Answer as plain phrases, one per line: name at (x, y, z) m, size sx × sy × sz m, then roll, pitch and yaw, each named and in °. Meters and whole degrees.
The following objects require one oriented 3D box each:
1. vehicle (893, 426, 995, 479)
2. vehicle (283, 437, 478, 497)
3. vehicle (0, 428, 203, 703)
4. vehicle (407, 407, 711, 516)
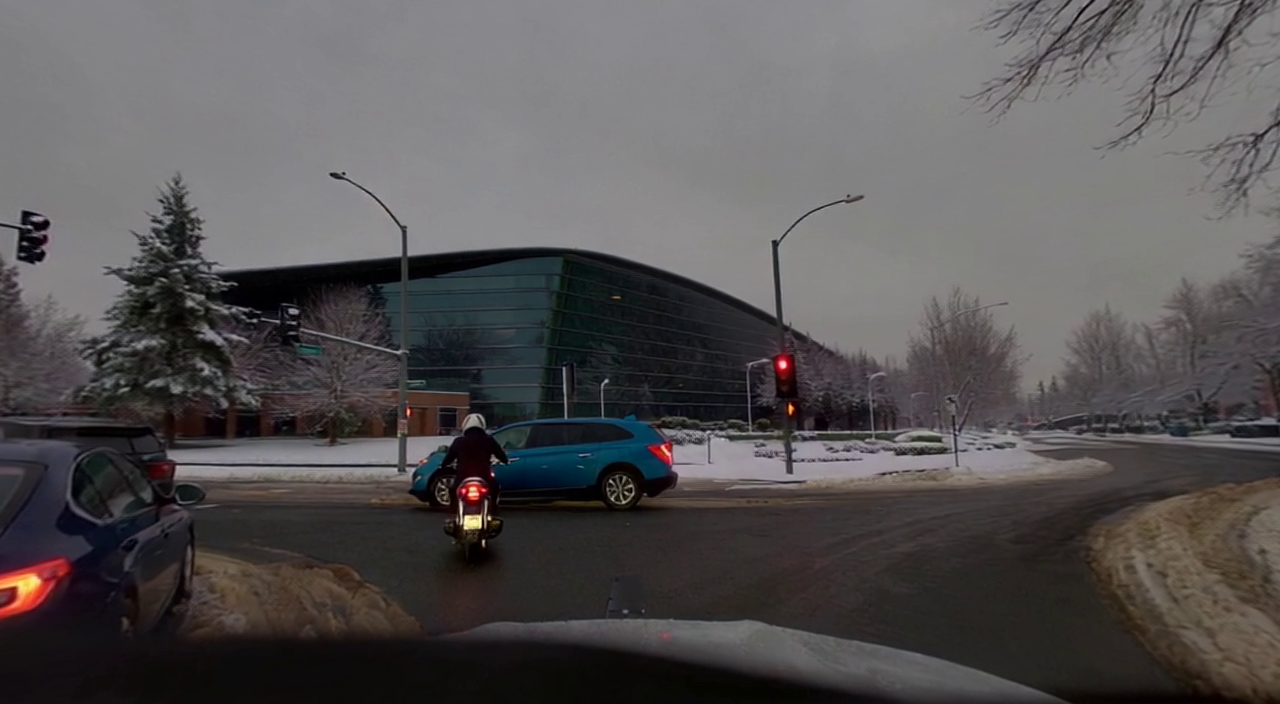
vehicle at (10.919, 3.531, 22.486) m, size 2.084 × 1.656 × 4.583 m, roll -7°, pitch -11°, yaw 40°
vehicle at (-6.841, 3.063, 16.925) m, size 4.401 × 1.480 × 1.864 m, roll -1°, pitch -8°, yaw 4°
vehicle at (-4.504, 1.314, 4.432) m, size 2.009 × 1.450 × 4.182 m, roll 6°, pitch -10°, yaw -37°
vehicle at (-1.683, 2.238, 13.346) m, size 5.833 × 1.960 × 2.341 m, roll 2°, pitch -9°, yaw -15°
